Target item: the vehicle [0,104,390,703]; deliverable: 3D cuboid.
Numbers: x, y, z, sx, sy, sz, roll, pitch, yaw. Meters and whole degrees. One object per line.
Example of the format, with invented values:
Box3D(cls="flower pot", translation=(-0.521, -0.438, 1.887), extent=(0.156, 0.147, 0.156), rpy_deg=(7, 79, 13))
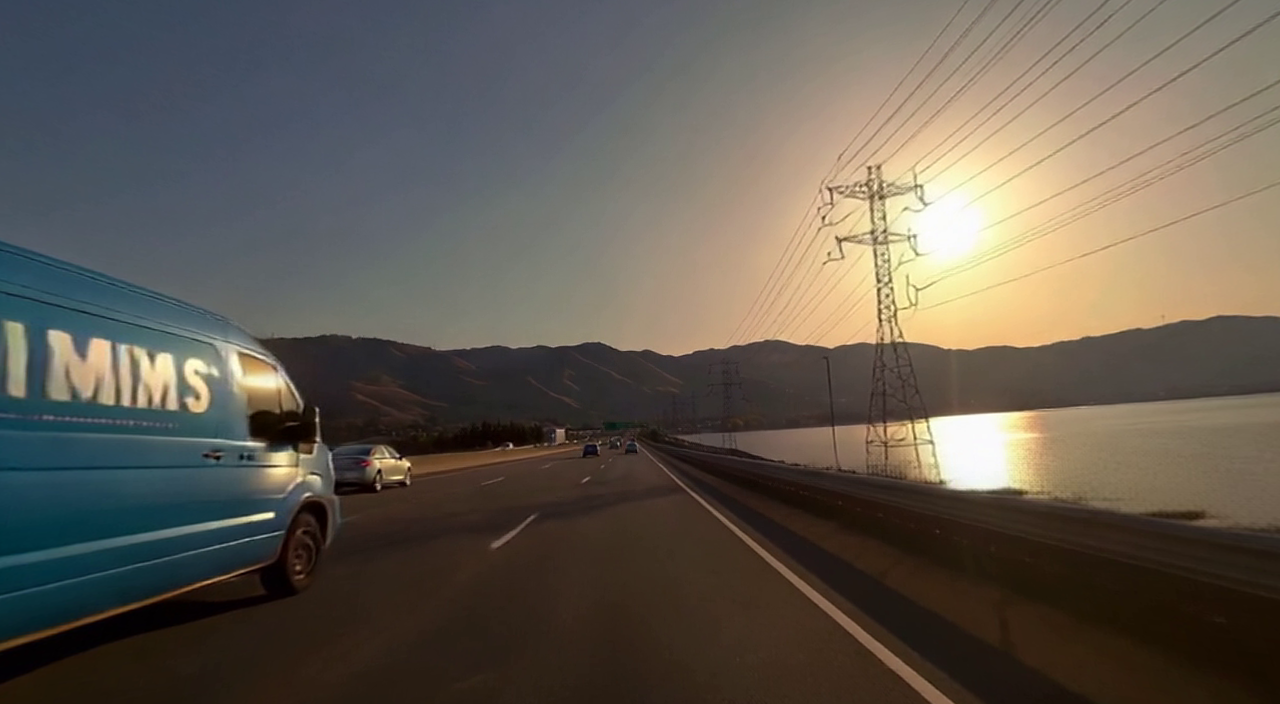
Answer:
Box3D(cls="vehicle", translation=(-3.826, 0.463, 3.288), extent=(2.331, 2.757, 6.581), rpy_deg=(0, -8, 0))
